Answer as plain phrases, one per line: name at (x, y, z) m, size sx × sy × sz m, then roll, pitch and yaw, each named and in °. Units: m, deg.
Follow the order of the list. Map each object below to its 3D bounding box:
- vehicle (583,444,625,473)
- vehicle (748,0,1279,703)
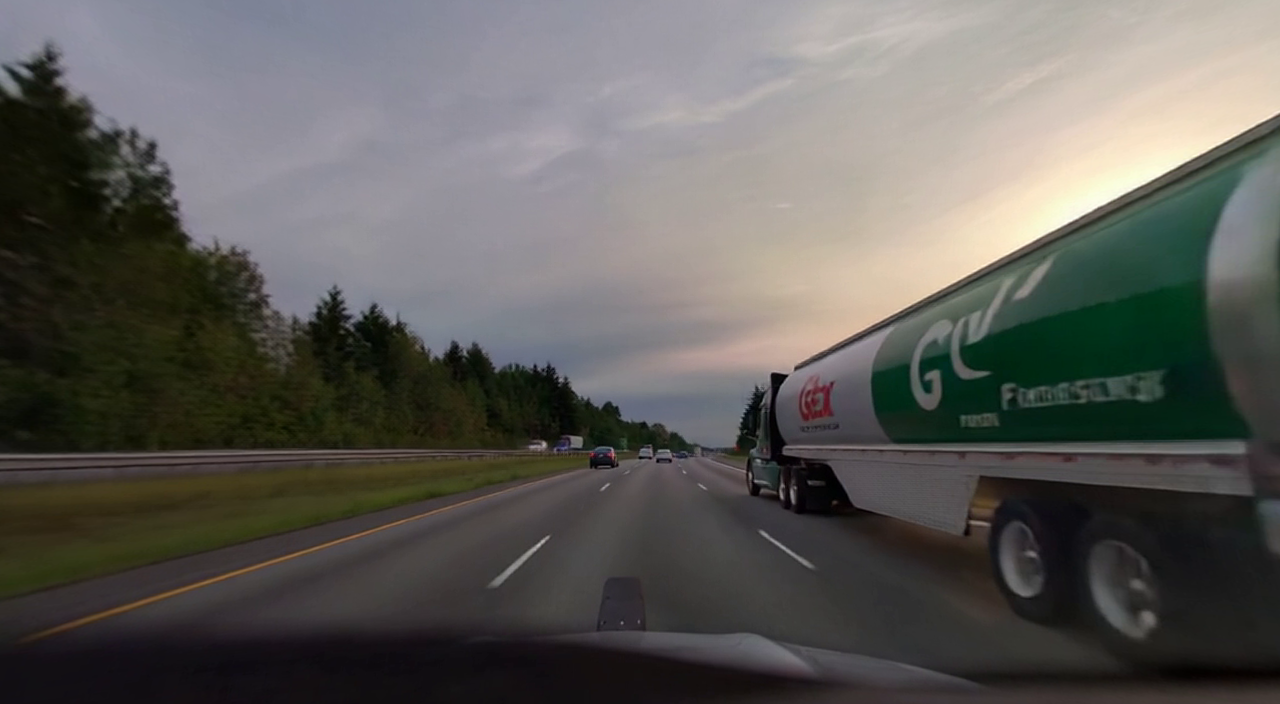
vehicle at (-2.237, 6.753, 40.075) m, size 2.205 × 1.728 × 4.397 m, roll -1°, pitch -9°, yaw 3°
vehicle at (4.326, 0.663, 8.657) m, size 3.057 × 3.993 × 13.914 m, roll 0°, pitch -9°, yaw -1°
